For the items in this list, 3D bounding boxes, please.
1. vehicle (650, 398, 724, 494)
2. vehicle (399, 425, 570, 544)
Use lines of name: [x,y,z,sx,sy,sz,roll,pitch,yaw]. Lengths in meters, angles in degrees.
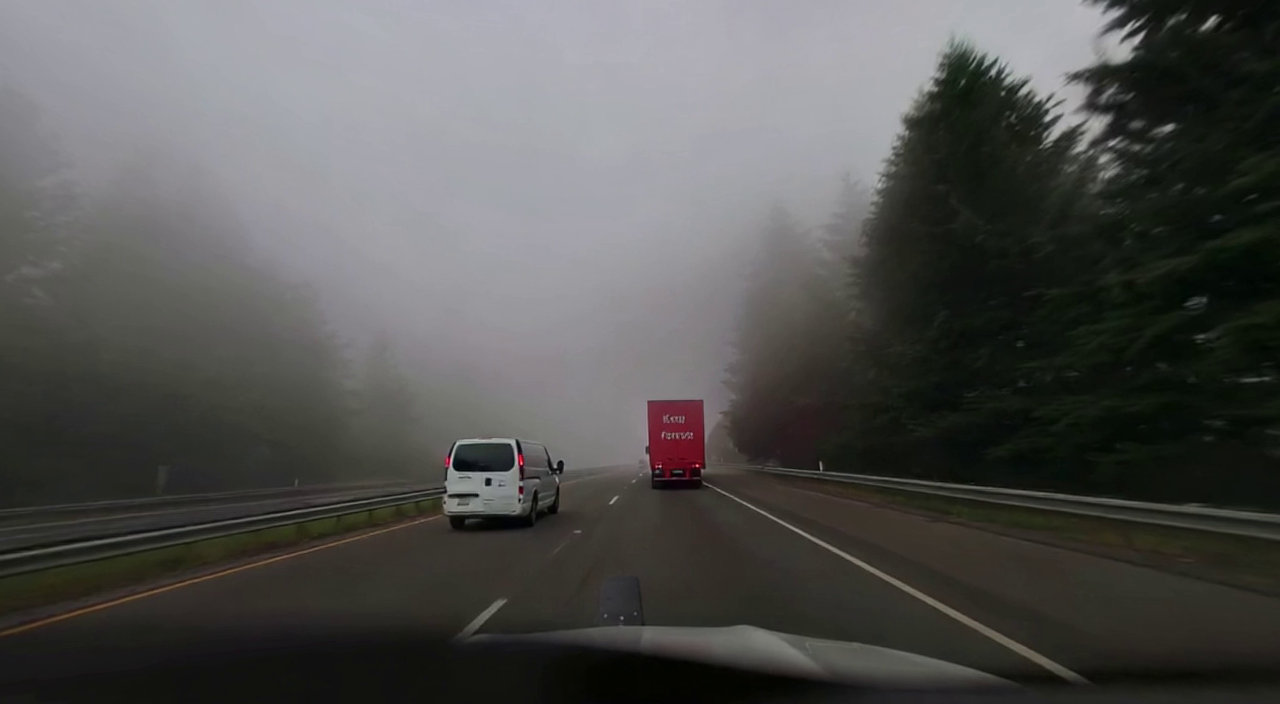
vehicle: [2.056,4.950,32.792,3.030,3.985,12.707,0,-9,1]
vehicle: [-2.702,2.428,12.116,2.105,1.865,4.102,0,-9,2]
